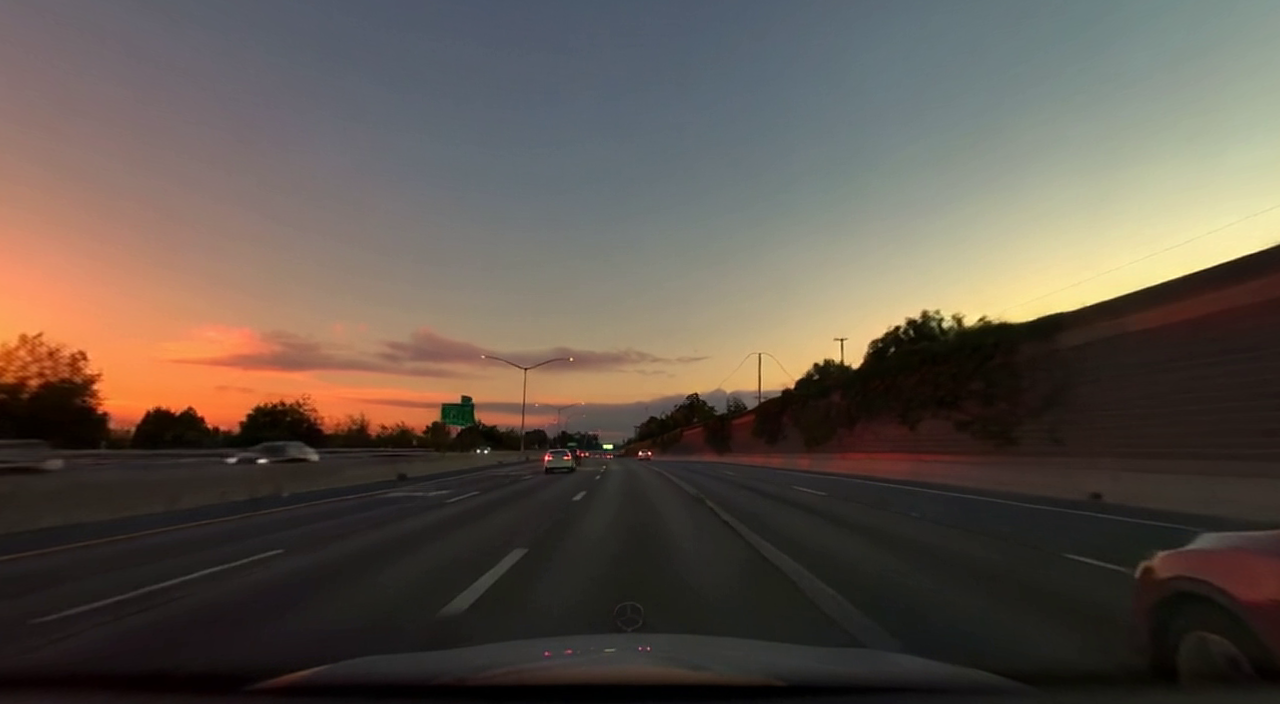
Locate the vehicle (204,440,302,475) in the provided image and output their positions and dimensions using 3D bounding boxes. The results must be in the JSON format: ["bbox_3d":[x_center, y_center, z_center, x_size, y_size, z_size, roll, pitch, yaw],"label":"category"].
[{"bbox_3d":[-18.554,5.073,30.511,1.977,1.538,4.458,0,-9,-1],"label":"vehicle"}]

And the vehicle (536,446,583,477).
[{"bbox_3d":[-4.145,5.721,33.142,2.014,1.481,4.156,0,-8,-2],"label":"vehicle"}]
